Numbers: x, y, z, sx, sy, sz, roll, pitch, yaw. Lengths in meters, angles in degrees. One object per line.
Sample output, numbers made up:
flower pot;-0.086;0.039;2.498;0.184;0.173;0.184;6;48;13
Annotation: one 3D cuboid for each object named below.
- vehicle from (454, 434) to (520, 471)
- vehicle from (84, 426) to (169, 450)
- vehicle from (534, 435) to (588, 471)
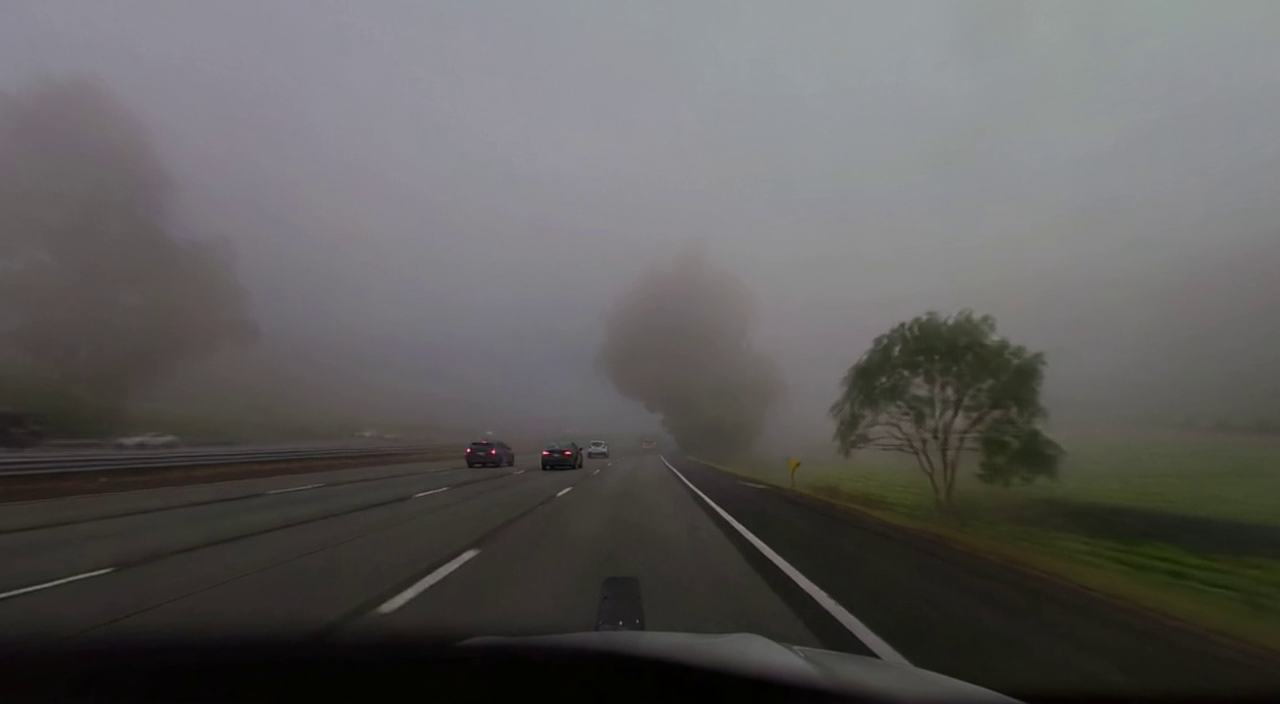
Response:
vehicle;-7.604;5.062;31.828;2.108;1.686;4.556;0;-9;1
vehicle;-33.558;5.694;41.313;1.827;1.487;4.306;0;-9;1
vehicle;-3.932;5.116;31.936;2.035;1.673;4.469;0;-9;2
